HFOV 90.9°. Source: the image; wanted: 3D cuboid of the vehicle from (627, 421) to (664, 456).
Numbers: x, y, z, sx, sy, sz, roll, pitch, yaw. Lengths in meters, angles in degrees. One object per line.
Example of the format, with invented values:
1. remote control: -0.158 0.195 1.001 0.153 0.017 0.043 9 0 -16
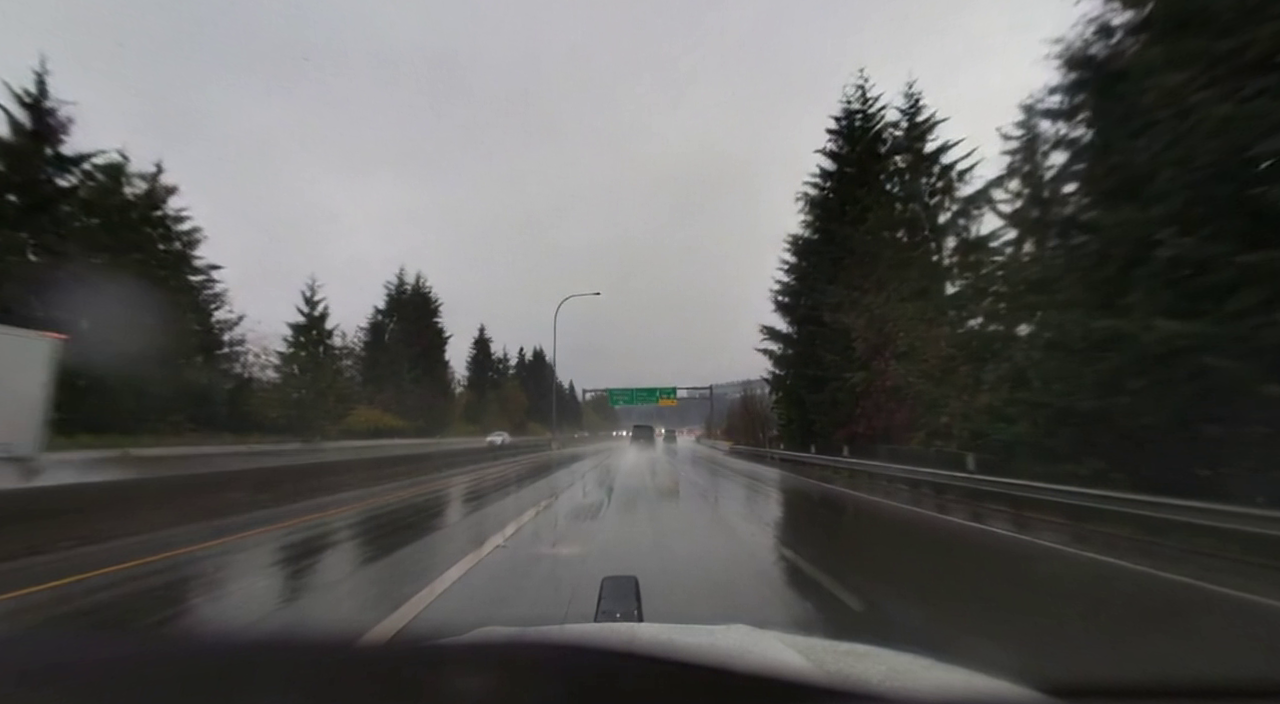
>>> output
1. vehicle: 0.330 6.060 44.052 2.450 2.314 4.753 0 -8 0
